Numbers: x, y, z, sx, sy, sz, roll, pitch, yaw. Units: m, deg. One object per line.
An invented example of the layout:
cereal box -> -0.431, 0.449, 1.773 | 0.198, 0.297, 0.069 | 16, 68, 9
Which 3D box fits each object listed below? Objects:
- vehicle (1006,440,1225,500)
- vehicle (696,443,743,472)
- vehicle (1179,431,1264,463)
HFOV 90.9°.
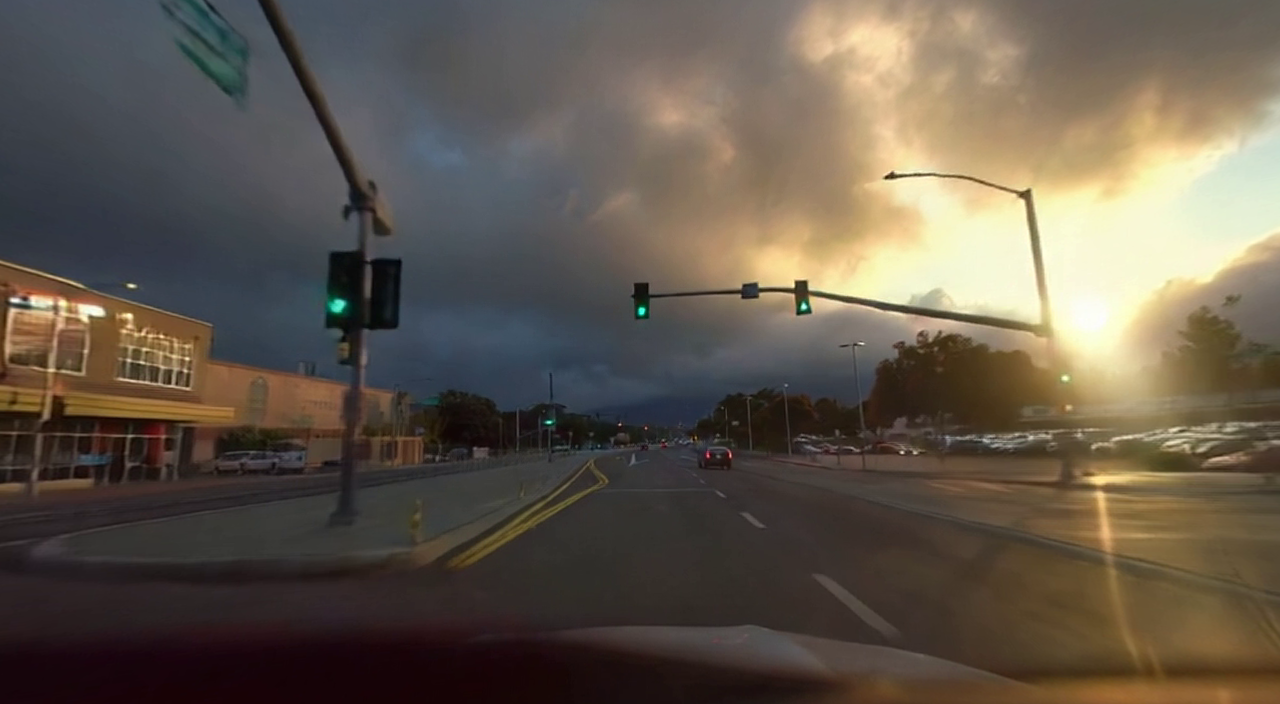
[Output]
vehicle -> 13.051, 3.194, 17.515 | 4.581, 1.434, 1.893 | -8, -11, 41
vehicle -> 4.362, 5.854, 35.176 | 2.038, 1.528, 4.259 | 0, -8, 0
vehicle -> 34.809, 5.665, 37.938 | 2.013, 1.505, 5.690 | -8, -8, 25
